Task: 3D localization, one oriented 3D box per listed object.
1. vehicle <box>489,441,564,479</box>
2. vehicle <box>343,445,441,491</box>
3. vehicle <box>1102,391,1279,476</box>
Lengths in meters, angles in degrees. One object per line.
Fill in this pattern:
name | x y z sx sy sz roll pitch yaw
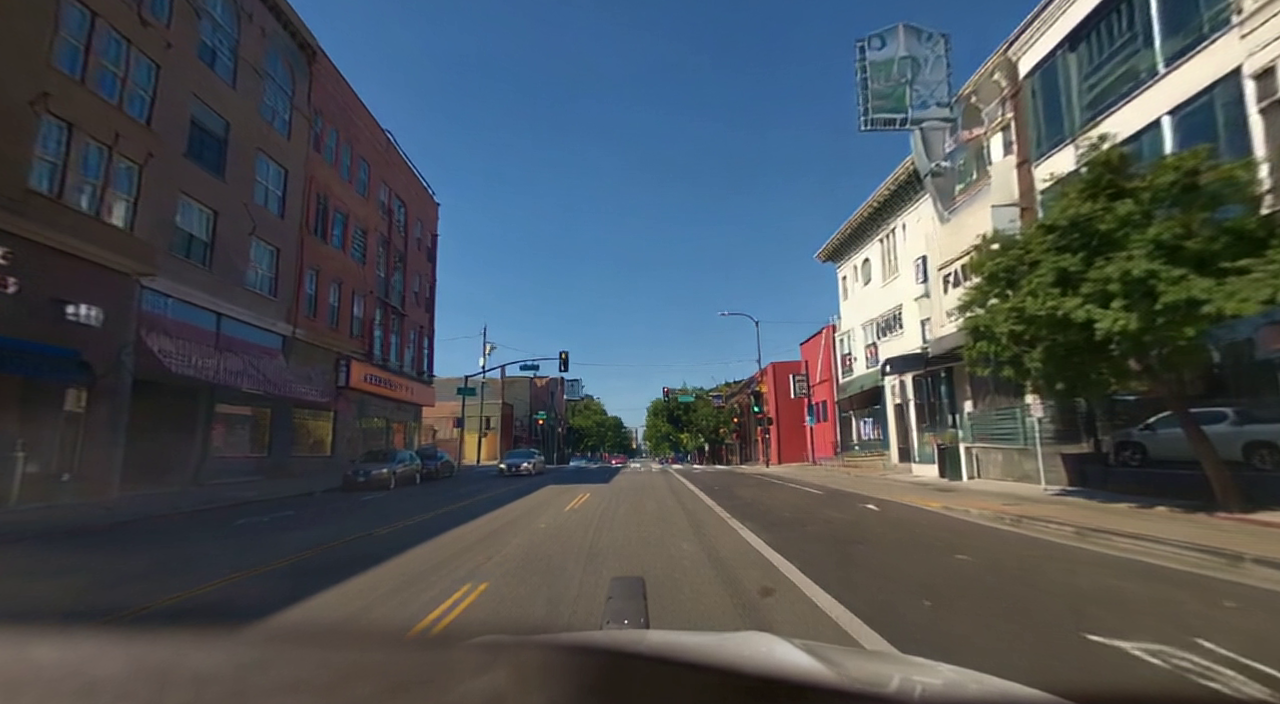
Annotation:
vehicle | -4.883 4.710 27.820 1.984 1.489 4.515 -1 -8 7
vehicle | -9.122 4.282 23.654 1.908 1.529 4.522 0 -8 -1
vehicle | 15.147 2.136 16.378 2.180 1.848 5.417 -1 -8 1
